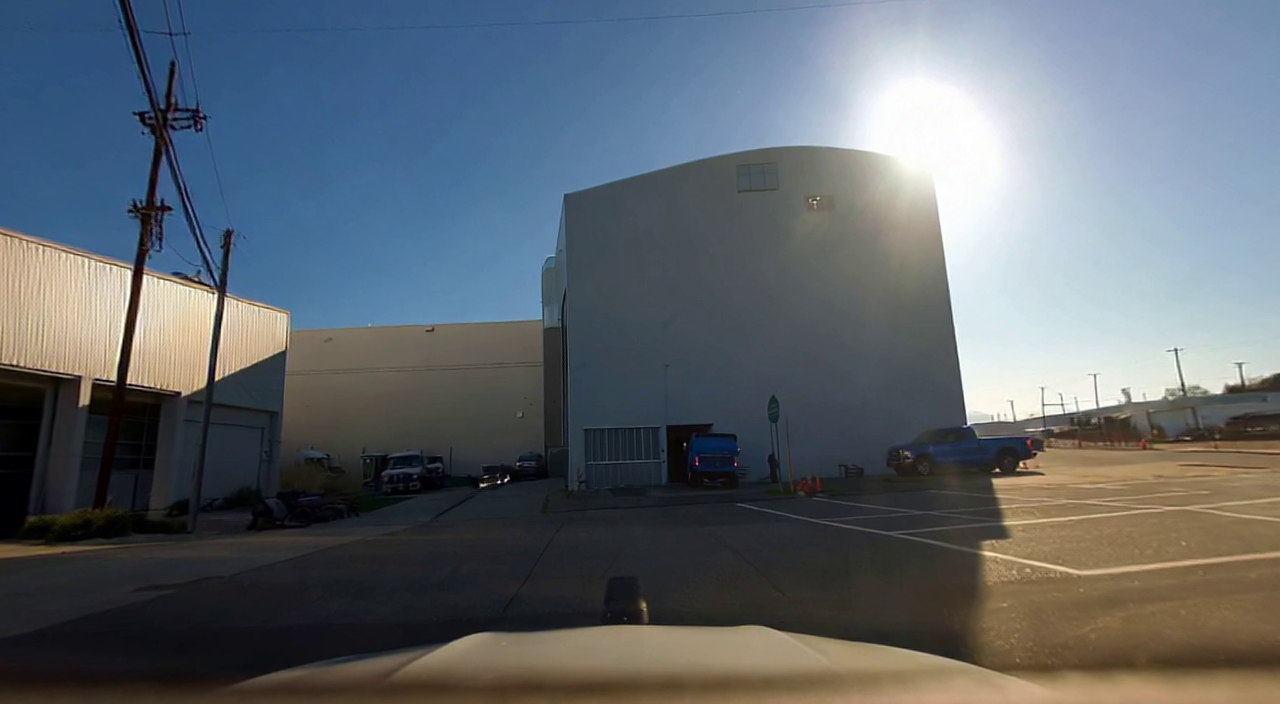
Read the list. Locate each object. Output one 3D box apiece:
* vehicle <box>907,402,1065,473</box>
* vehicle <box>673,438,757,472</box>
[{"bbox_3d":[17.445,4.409,32.123,6.271,3.004,2.298,-5,-10,4],"label":"vehicle"},{"bbox_3d":[4.892,6.775,41.666,5.207,2.103,1.997,0,-8,-4],"label":"vehicle"}]
